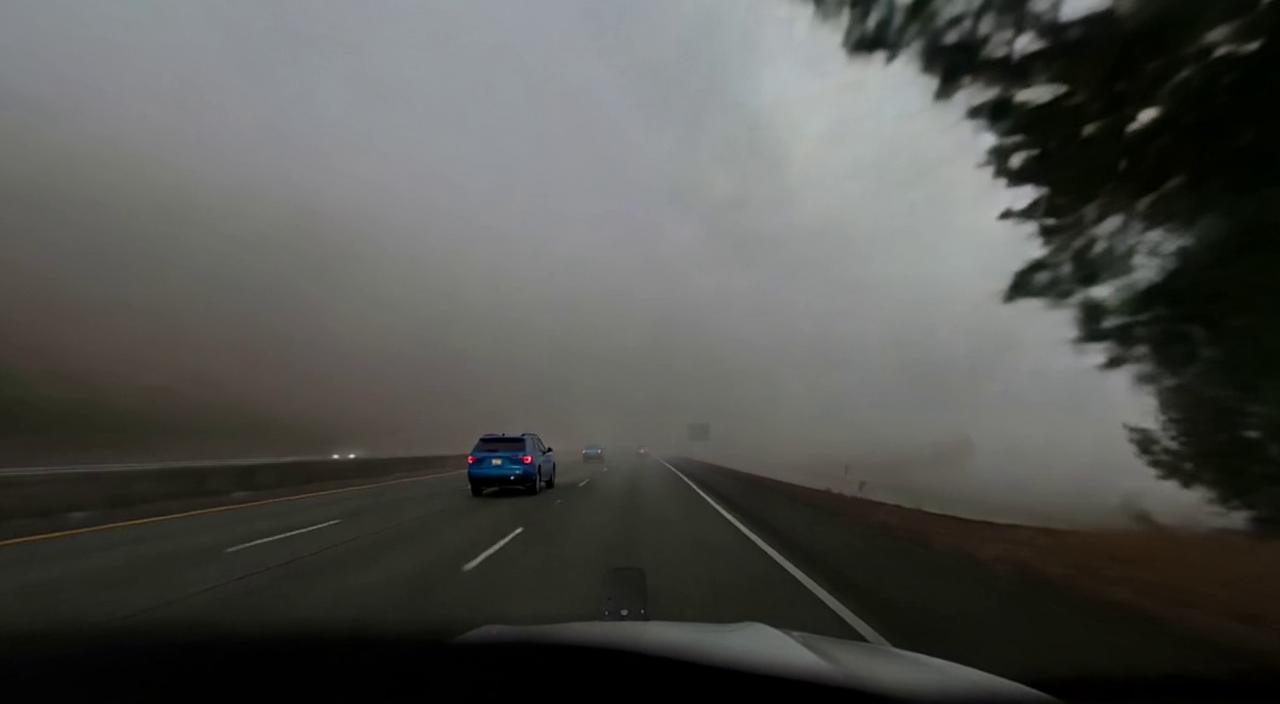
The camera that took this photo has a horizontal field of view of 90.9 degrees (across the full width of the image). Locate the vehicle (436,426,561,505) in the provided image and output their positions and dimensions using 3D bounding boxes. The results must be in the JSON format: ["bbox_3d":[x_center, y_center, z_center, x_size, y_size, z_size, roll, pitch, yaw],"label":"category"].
[{"bbox_3d":[-3.439,2.857,16.335,2.138,1.718,4.415,-1,-8,1],"label":"vehicle"}]
